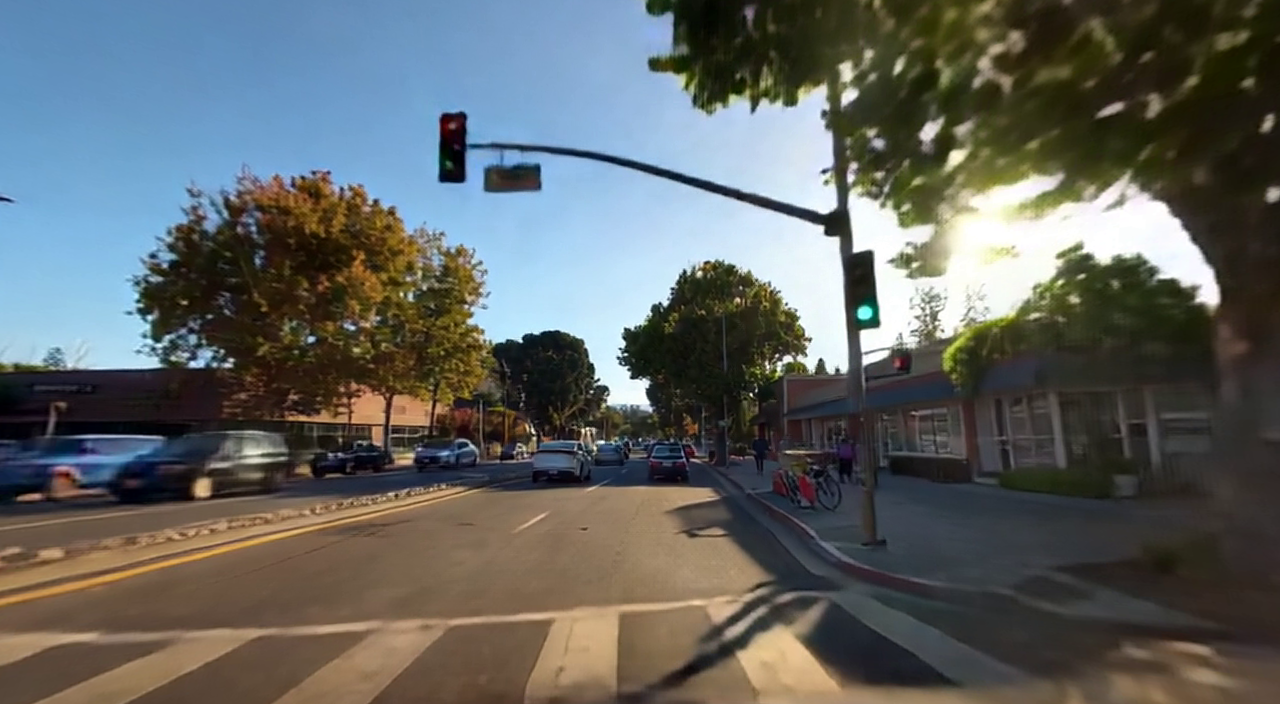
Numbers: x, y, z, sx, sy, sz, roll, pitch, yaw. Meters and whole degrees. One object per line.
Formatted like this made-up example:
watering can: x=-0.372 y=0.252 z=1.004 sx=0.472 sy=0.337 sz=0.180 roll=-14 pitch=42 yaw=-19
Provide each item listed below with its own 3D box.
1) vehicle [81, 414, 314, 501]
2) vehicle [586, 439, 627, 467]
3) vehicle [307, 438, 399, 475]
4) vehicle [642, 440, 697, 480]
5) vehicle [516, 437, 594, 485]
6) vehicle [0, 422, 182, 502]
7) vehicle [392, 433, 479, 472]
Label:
vehicle: x=-10.950 y=2.658 z=16.261 sx=2.221 sy=1.856 sz=4.847 roll=0 pitch=-9 yaw=4
vehicle: x=-1.884 y=5.889 z=36.911 sx=1.887 sy=1.517 sz=4.254 roll=0 pitch=-9 yaw=4
vehicle: x=-13.017 y=4.751 z=28.981 sx=1.864 sy=1.560 sz=4.317 roll=0 pitch=-9 yaw=5
vehicle: x=1.184 y=4.420 z=26.082 sx=2.085 sy=1.475 sz=3.976 roll=0 pitch=-9 yaw=1
vehicle: x=-2.814 y=3.721 z=21.932 sx=1.921 sy=1.477 sz=4.083 roll=0 pitch=-9 yaw=3
vehicle: x=-14.581 y=2.767 z=16.268 sx=1.961 sy=1.731 sz=4.450 roll=0 pitch=-9 yaw=4
vehicle: x=-9.487 y=4.710 z=29.781 sx=2.175 sy=1.684 sz=4.475 roll=-1 pitch=-9 yaw=6
